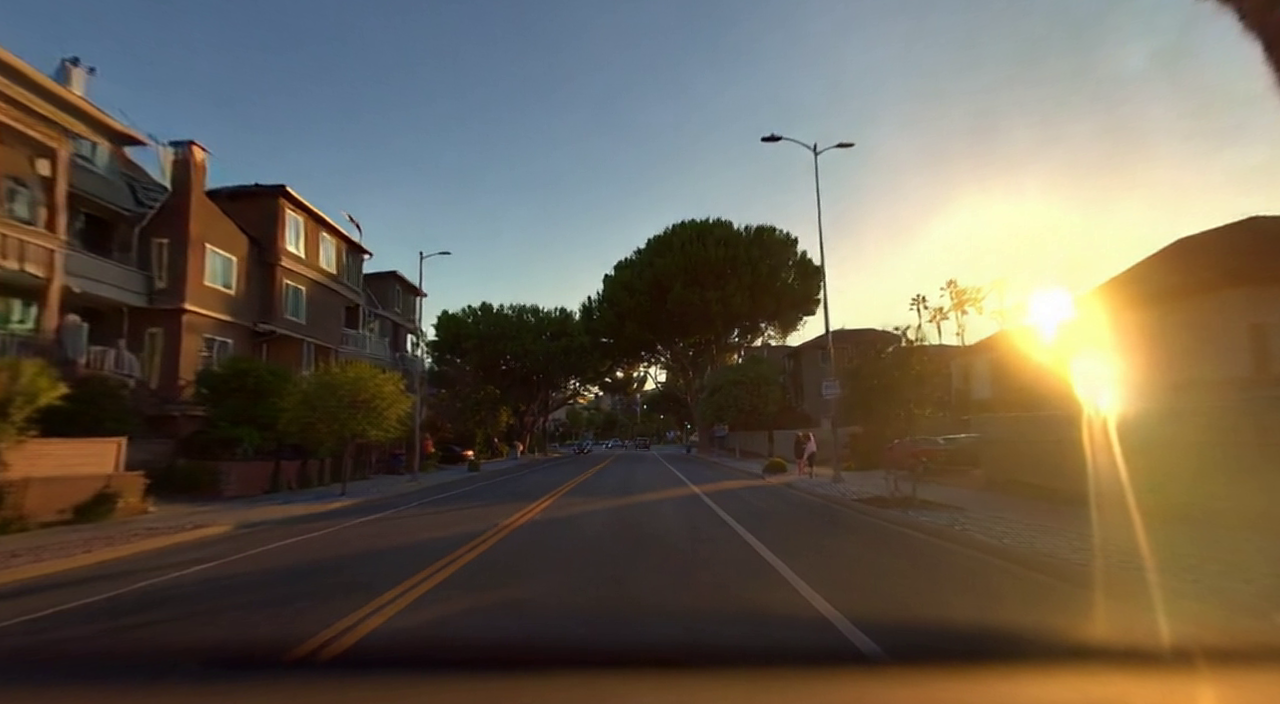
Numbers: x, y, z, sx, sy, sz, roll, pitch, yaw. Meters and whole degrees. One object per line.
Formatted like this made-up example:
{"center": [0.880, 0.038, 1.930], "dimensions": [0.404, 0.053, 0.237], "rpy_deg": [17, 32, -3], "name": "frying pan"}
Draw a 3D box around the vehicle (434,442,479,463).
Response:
{"center": [-12.857, 7.089, 44.526], "dimensions": [1.934, 1.389, 4.364], "rpy_deg": [0, -9, -1], "name": "vehicle"}
